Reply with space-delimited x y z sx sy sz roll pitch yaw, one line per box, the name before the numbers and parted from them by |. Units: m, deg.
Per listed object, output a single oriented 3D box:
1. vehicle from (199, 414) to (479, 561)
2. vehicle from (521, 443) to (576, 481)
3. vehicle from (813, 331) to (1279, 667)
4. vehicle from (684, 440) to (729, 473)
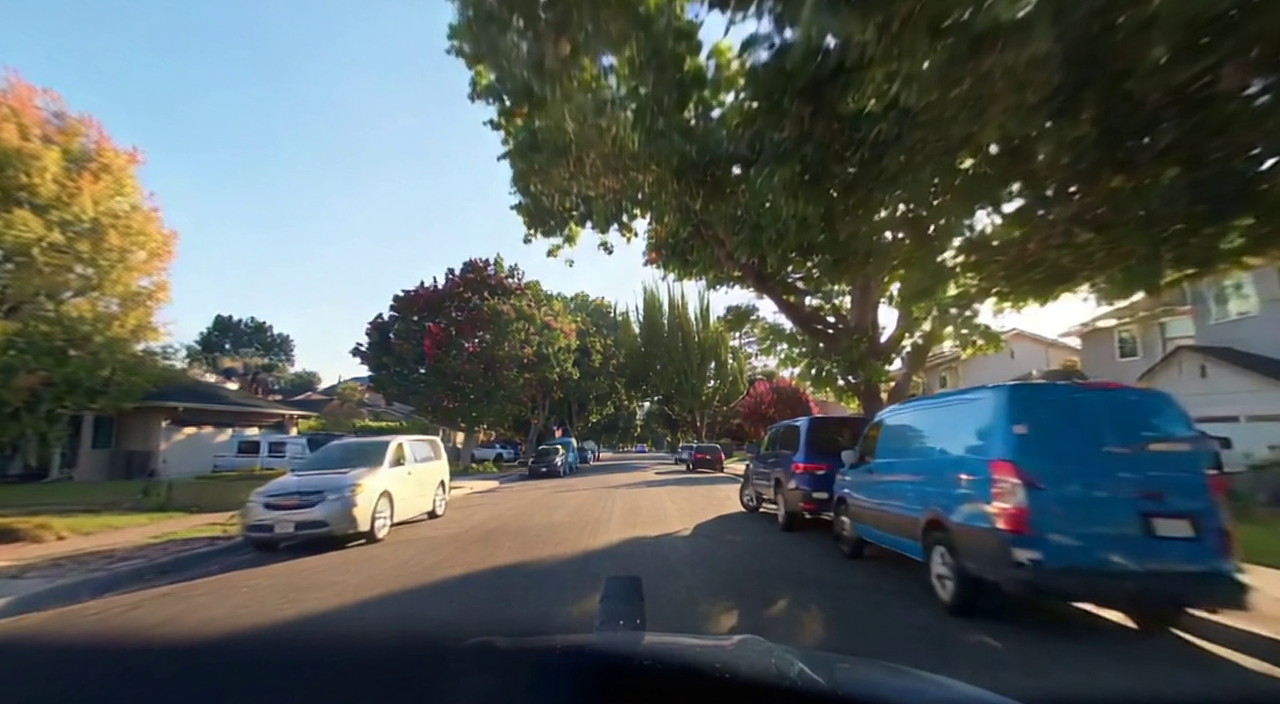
vehicle | -4.826 2.238 11.498 2.364 1.968 5.671 0 -8 -1
vehicle | -4.684 5.671 33.063 2.116 1.659 4.832 -2 -7 1
vehicle | 3.572 1.297 6.533 2.144 2.166 4.766 0 -9 -1
vehicle | 4.002 6.416 39.005 2.152 1.810 5.846 0 -9 0
